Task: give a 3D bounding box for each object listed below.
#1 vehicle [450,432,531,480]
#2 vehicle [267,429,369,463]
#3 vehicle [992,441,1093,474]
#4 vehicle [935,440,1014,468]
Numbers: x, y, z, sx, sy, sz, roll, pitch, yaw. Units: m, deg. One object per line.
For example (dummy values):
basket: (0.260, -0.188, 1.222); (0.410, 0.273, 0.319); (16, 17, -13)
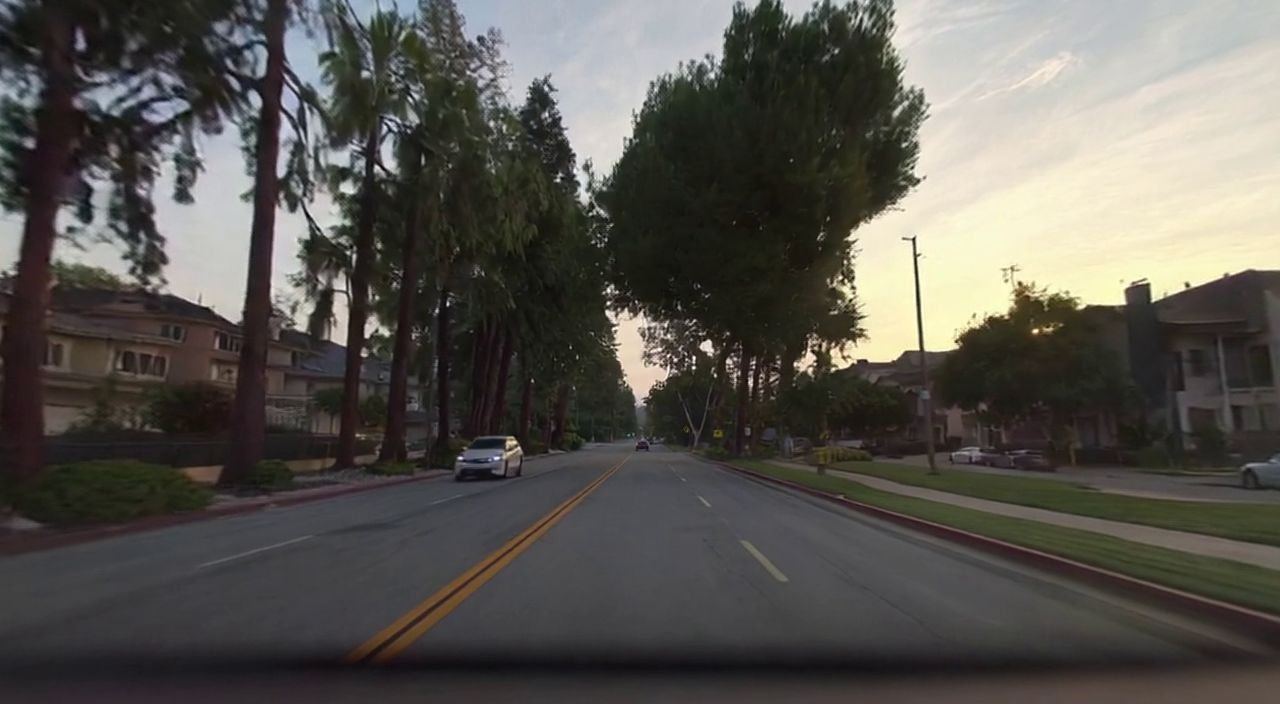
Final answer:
vehicle: (-6.120, 4.318, 26.502); (2.108, 1.793, 4.864); (0, -8, 1)
vehicle: (-16.191, 4.757, 31.930); (4.045, 1.622, 1.983); (-1, -8, 4)
vehicle: (19.040, 4.994, 30.169); (1.773, 1.463, 4.486); (0, -8, -1)
vehicle: (18.918, 5.762, 35.971); (1.946, 1.459, 4.489); (0, -8, -1)
